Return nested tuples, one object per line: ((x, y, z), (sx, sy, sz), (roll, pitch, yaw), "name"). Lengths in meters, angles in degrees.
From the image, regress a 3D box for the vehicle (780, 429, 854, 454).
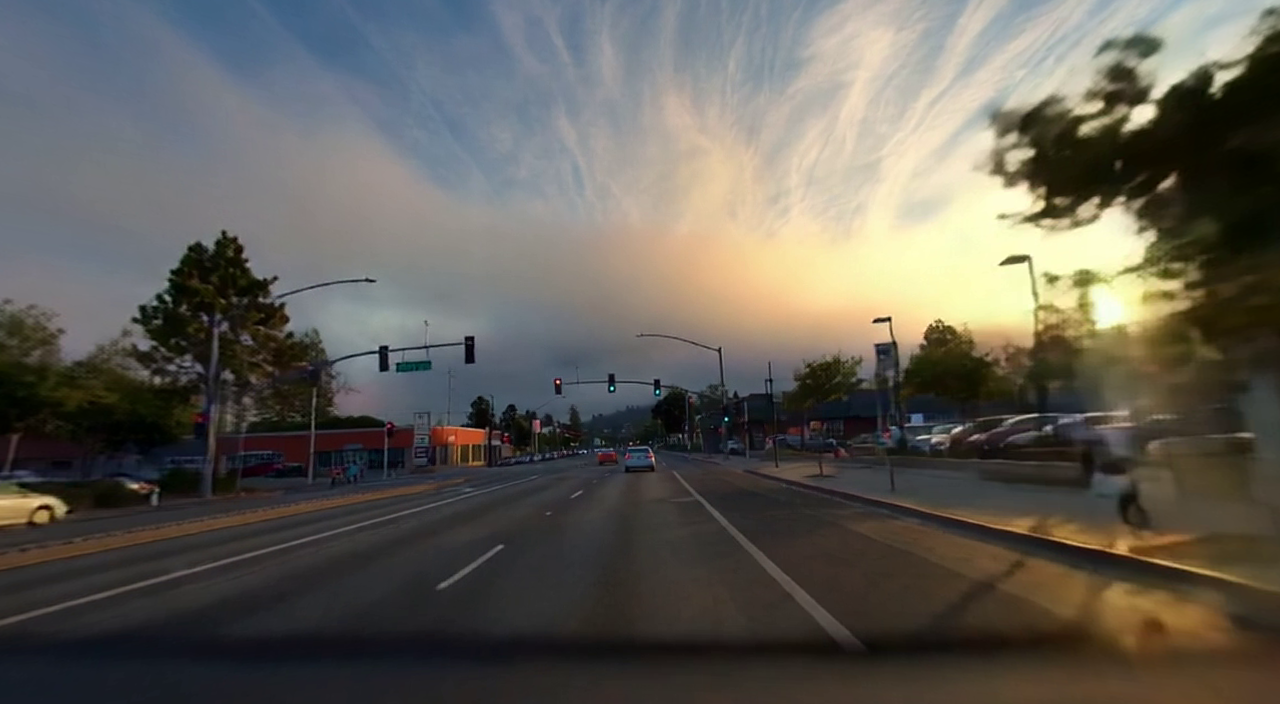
((13.378, 6.827, 47.965), (4.852, 1.805, 2.155), (0, -9, -2), "vehicle")

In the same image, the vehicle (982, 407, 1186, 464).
((12.964, 2.488, 18.698), (4.466, 1.553, 2.060), (0, -9, -1), "vehicle")

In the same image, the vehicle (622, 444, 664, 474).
((0.145, 5.412, 32.160), (1.977, 1.451, 4.032), (0, -9, 0), "vehicle")

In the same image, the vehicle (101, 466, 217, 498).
((-25.911, 6.978, 34.154), (2.007, 1.466, 4.543), (-8, -11, 41), "vehicle")

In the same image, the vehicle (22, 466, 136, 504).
((-26.366, 6.223, 29.777), (3.790, 1.515, 1.704), (8, -12, -43), "vehicle")
